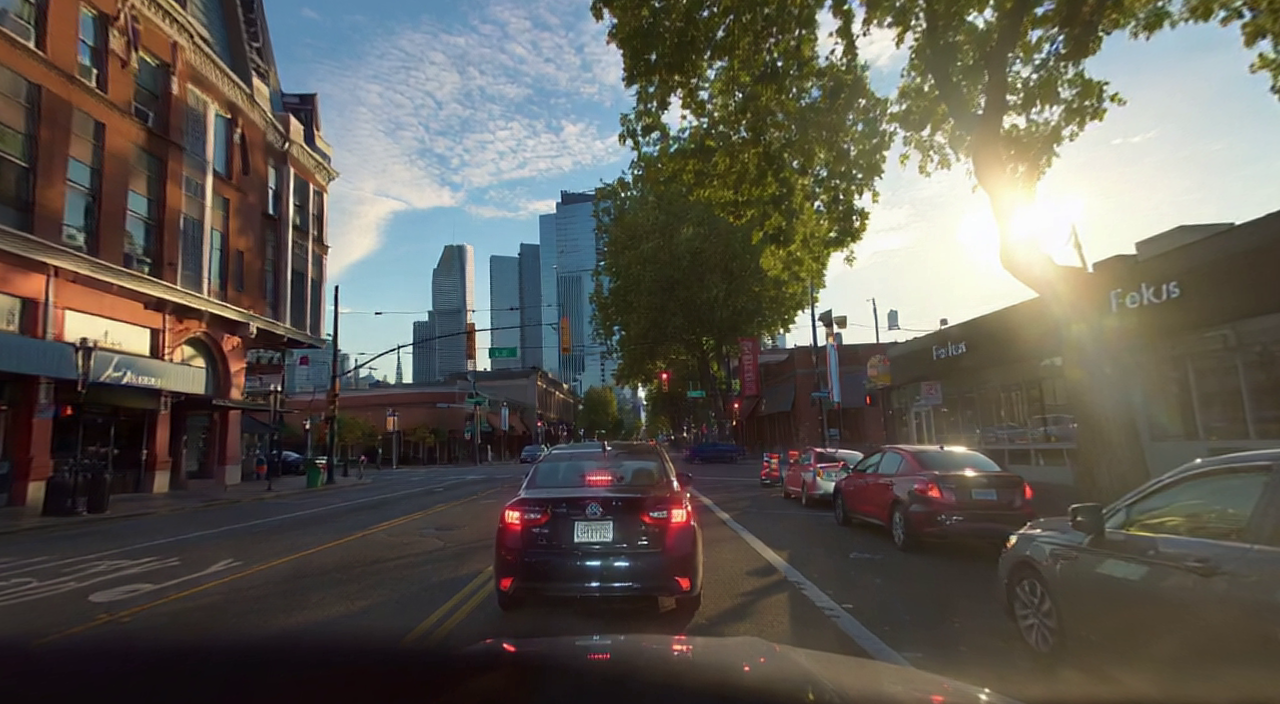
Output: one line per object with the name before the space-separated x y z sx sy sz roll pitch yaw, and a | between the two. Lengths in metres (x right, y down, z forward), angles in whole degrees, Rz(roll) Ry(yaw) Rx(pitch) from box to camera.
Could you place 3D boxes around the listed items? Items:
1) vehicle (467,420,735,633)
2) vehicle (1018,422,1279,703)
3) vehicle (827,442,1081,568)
vehicle | -0.280 1.511 6.379 1.888 1.489 3.703 0 -8 0
vehicle | 3.177 0.828 1.110 2.006 1.496 4.767 0 -9 -1
vehicle | 4.536 2.217 10.085 1.912 1.505 4.618 -1 -8 4
